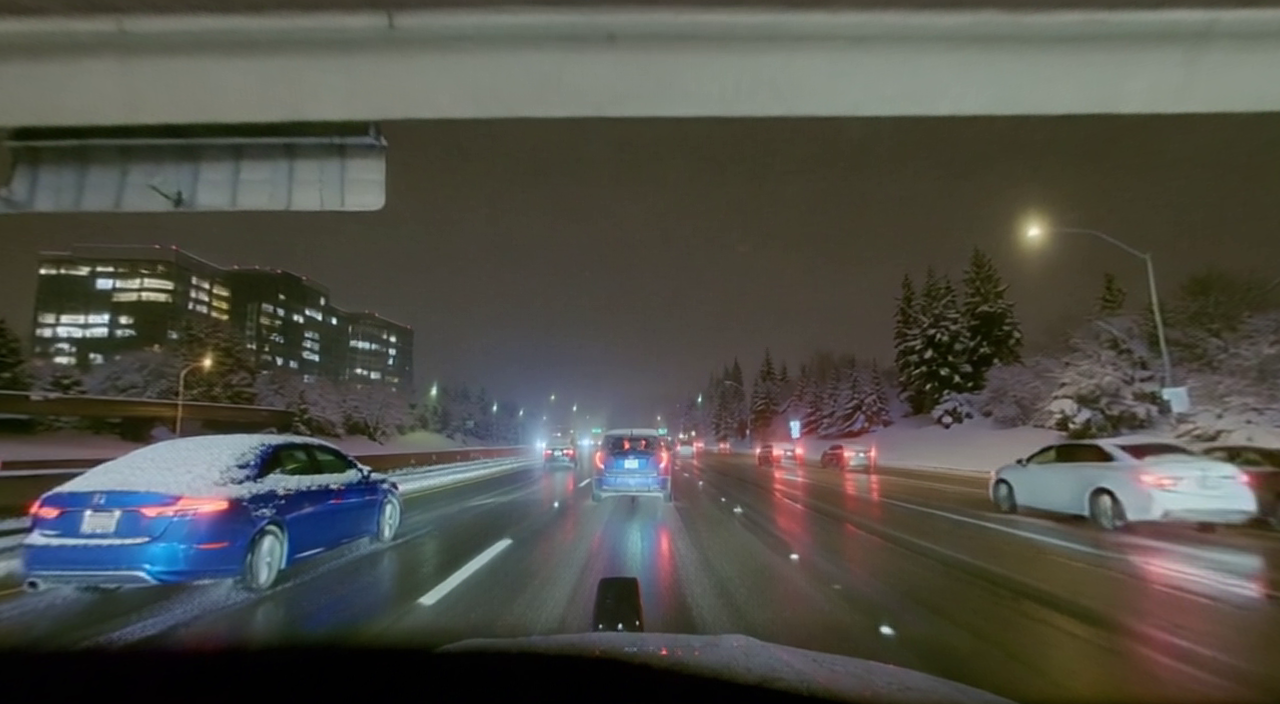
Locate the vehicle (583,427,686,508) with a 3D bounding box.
[{"bbox_3d":[-0.097,2.782,15.546,2.181,1.697,4.021,0,-9,0],"label":"vehicle"}]

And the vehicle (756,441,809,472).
[{"bbox_3d":[7.418,5.461,33.096,1.880,1.526,3.641,0,-9,0],"label":"vehicle"}]

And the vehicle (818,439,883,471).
[{"bbox_3d":[11.560,5.688,34.927,1.992,1.625,4.359,1,-9,-1],"label":"vehicle"}]

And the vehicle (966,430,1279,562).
[{"bbox_3d":[7.307,2.049,9.762,2.049,1.521,4.604,0,-9,0],"label":"vehicle"}]

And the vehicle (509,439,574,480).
[{"bbox_3d":[-3.988,4.434,26.213,1.947,1.516,4.295,0,-9,1],"label":"vehicle"}]

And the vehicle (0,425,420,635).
[{"bbox_3d":[-4.149,1.612,6.778,1.974,1.478,4.412,0,-9,0],"label":"vehicle"}]
